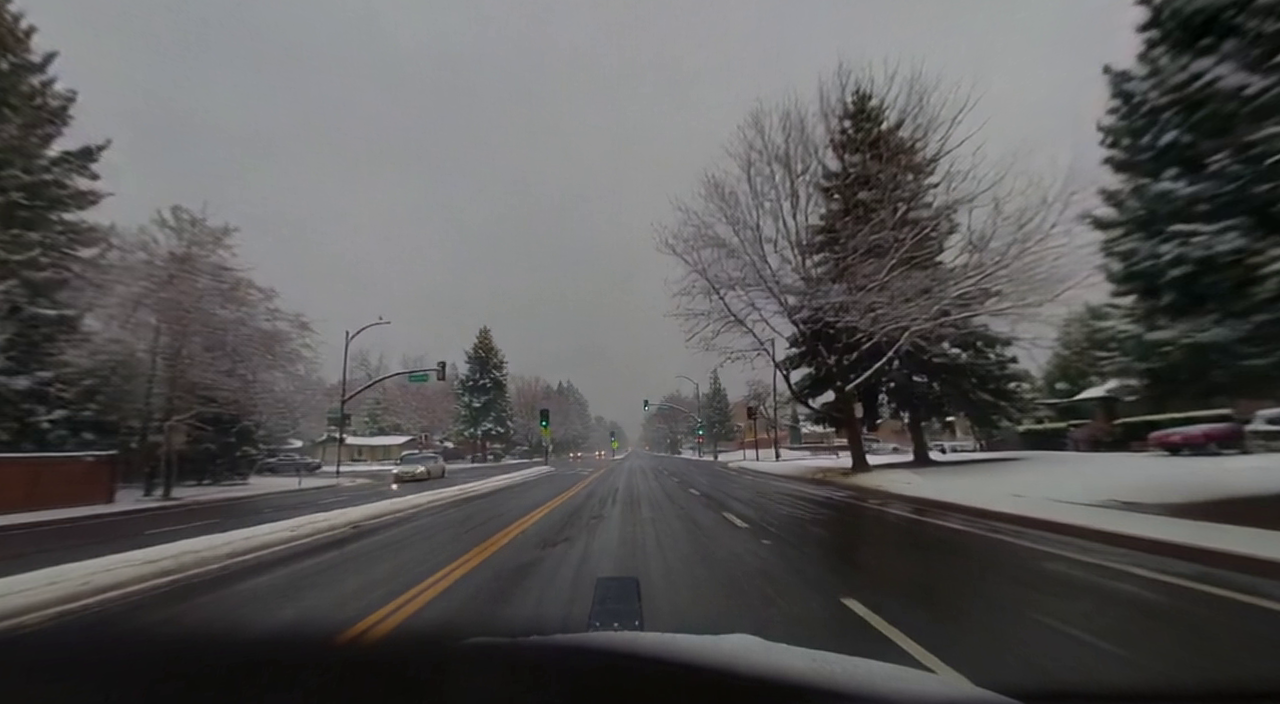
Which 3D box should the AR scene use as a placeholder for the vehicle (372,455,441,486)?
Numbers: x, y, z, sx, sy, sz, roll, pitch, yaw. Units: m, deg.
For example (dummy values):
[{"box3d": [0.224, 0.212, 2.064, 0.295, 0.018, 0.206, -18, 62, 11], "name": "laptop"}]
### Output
[{"box3d": [-12.672, 6.449, 34.646, 1.923, 1.516, 4.735, 0, -9, 0], "name": "vehicle"}]
